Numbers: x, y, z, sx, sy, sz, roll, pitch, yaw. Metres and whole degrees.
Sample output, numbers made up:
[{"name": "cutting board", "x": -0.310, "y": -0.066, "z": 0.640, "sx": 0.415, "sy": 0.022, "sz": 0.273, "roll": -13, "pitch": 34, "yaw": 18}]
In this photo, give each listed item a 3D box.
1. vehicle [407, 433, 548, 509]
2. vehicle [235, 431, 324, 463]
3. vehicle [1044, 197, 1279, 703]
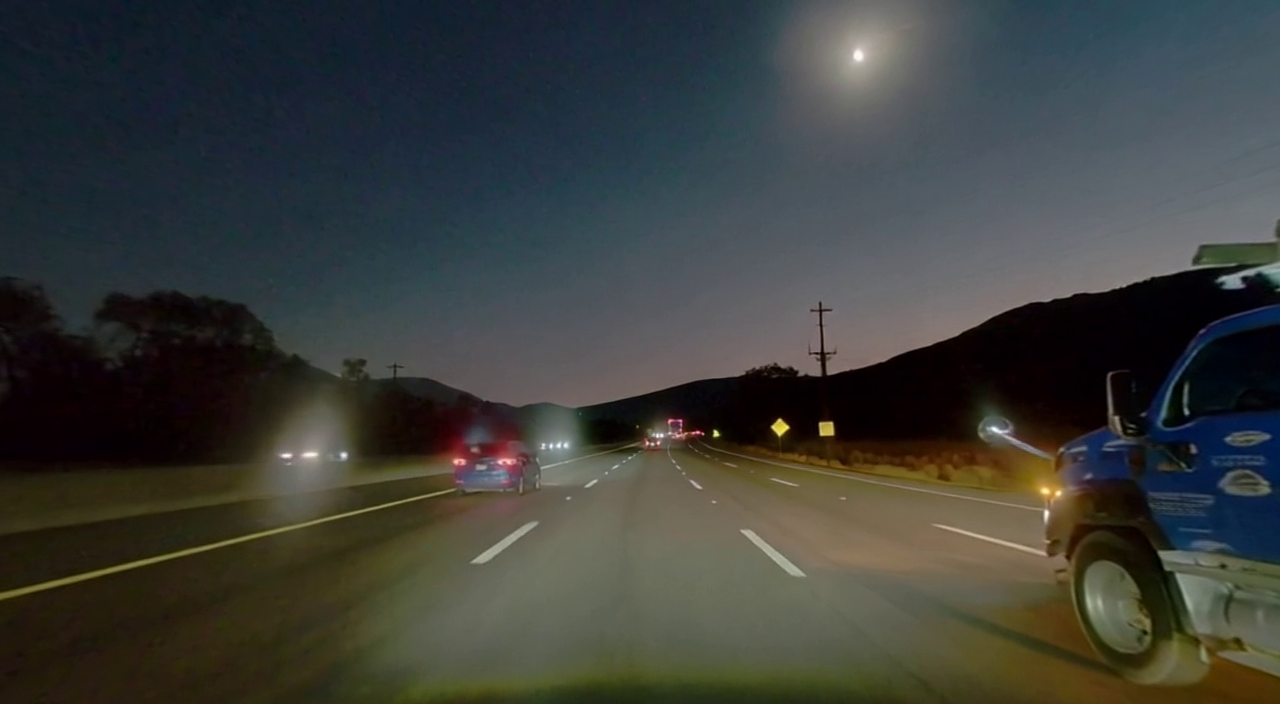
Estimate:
[{"name": "vehicle", "x": -3.583, "y": 2.719, "z": 14.814, "sx": 1.974, "sy": 1.493, "sz": 4.563, "roll": 0, "pitch": -9, "yaw": 2}, {"name": "vehicle", "x": -25.467, "y": 6.759, "z": 44.660, "sx": 2.494, "sy": 2.042, "sz": 6.228, "roll": 0, "pitch": -9, "yaw": 1}, {"name": "vehicle", "x": 3.654, "y": 0.252, "z": 0.345, "sx": 2.538, "sy": 2.228, "sz": 6.370, "roll": 0, "pitch": -9, "yaw": -1}]
